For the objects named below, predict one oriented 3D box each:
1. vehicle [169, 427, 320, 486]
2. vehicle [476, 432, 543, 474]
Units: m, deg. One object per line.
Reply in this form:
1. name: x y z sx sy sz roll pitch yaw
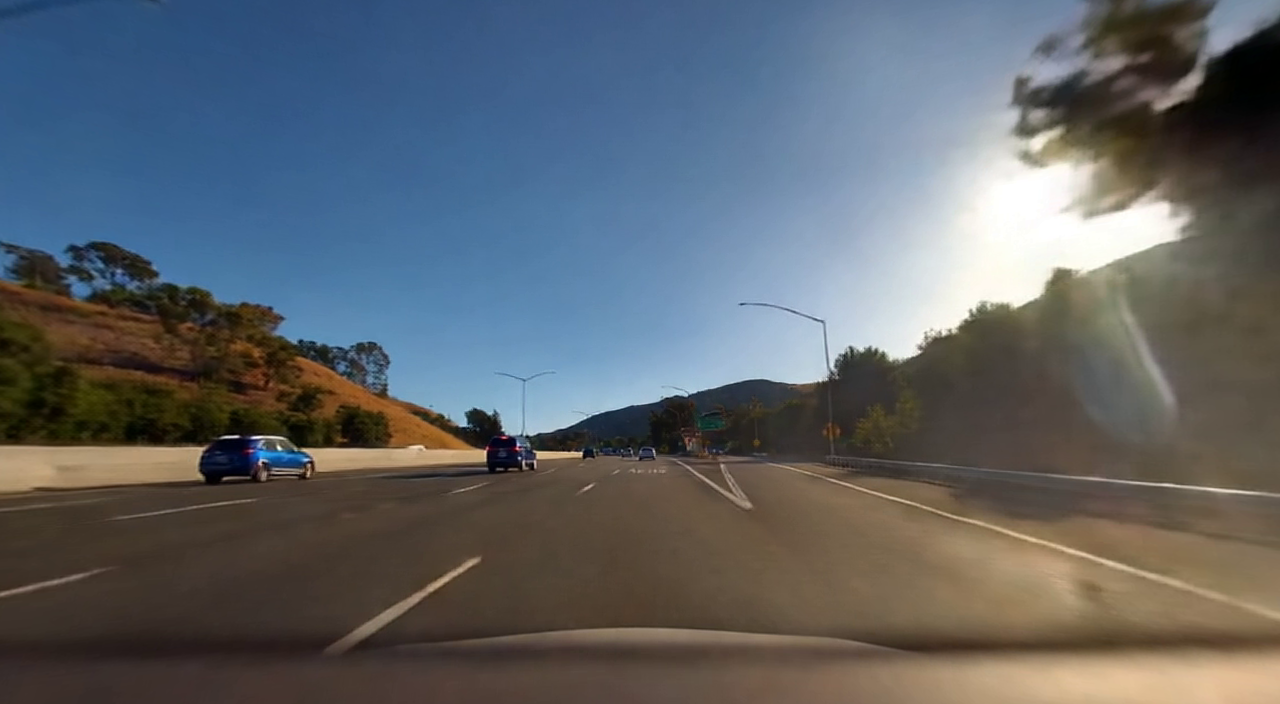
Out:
1. vehicle: -13.766 3.694 22.404 2.079 1.822 4.893 0 -9 1
2. vehicle: -6.542 5.166 32.213 2.219 1.947 4.924 0 -9 1
